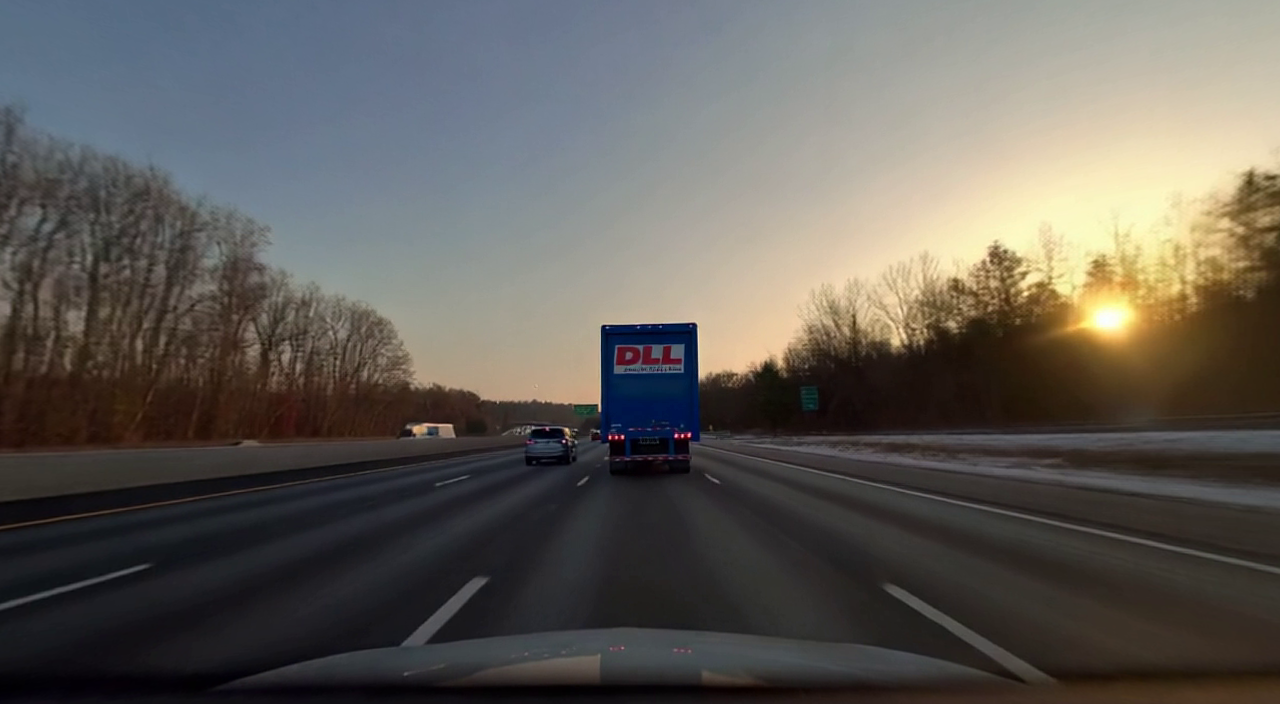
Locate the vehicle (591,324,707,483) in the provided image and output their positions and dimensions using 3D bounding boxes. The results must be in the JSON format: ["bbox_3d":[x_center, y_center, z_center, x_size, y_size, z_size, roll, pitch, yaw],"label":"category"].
[{"bbox_3d":[0.137,1.918,21.064,3.011,4.211,8.926,0,-8,-1],"label":"vehicle"}]

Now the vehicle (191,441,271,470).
[{"bbox_3d":[-26.154,6.574,40.394,1.943,1.708,4.800,0,-8,-1],"label":"vehicle"}]

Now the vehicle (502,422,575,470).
[{"bbox_3d":[-4.065,3.862,26.167,2.394,1.787,5.186,0,-8,-3],"label":"vehicle"}]
